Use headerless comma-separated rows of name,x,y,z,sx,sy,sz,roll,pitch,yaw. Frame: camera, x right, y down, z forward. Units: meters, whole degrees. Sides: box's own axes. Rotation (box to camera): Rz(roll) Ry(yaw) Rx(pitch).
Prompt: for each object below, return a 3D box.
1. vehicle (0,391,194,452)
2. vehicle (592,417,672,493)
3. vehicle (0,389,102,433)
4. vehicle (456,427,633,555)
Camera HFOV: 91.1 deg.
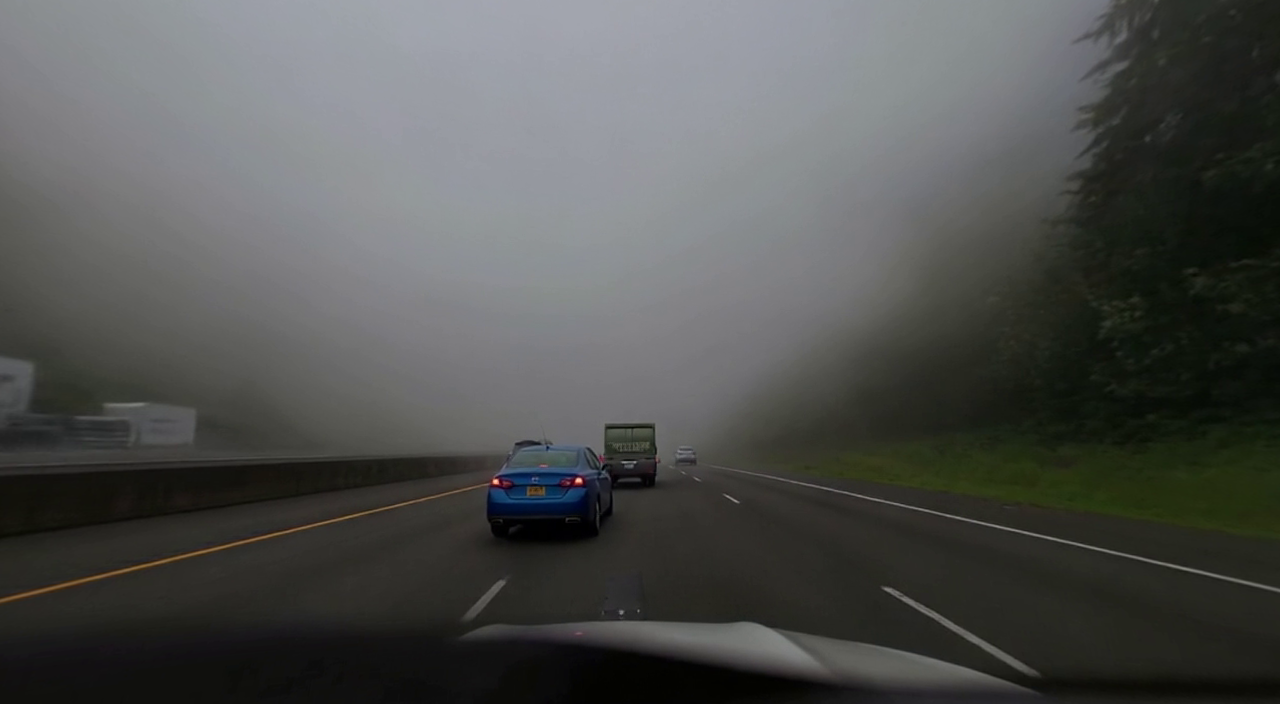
vehicle,-24.620,3.276,28.069,2.936,2.251,9.653,0,-9,-4
vehicle,-0.250,3.482,21.391,2.389,2.257,4.545,0,-9,0
vehicle,-24.526,2.459,25.469,1.877,1.545,4.125,0,-9,-3
vehicle,-1.227,2.050,9.845,2.038,1.582,3.729,-1,-9,2
